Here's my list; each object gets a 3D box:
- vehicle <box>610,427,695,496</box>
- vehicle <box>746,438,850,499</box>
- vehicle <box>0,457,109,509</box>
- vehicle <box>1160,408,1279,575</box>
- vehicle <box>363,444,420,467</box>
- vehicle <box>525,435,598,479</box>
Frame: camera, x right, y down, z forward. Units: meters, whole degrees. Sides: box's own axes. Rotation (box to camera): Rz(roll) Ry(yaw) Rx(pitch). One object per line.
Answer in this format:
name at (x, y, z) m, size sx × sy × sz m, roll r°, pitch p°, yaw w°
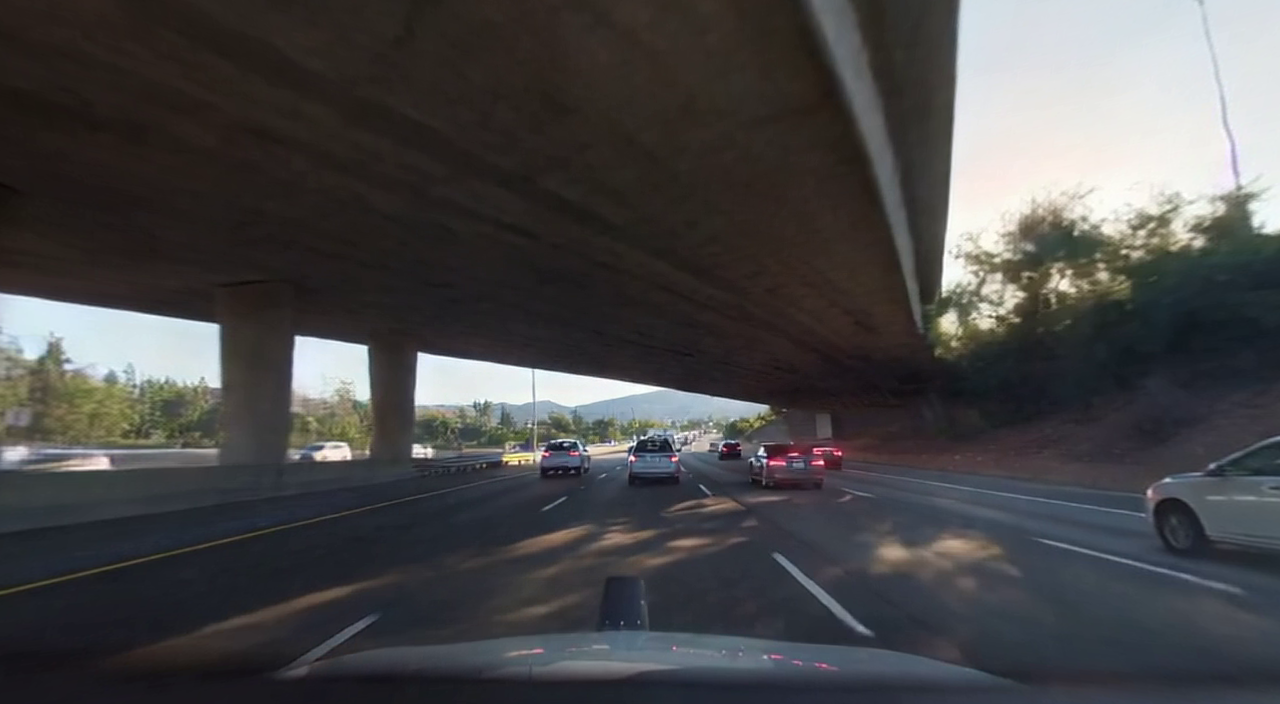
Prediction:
vehicle at (0.389, 3.112, 18.195) m, size 2.181 × 1.728 × 3.970 m, roll 0°, pitch -9°, yaw 2°
vehicle at (4.364, 3.276, 18.136) m, size 1.999 × 1.514 × 4.338 m, roll 0°, pitch -9°, yaw 2°
vehicle at (-20.733, 4.253, 20.672) m, size 2.130 × 1.523 × 4.922 m, roll 0°, pitch -9°, yaw 3°
vehicle at (7.394, 1.247, 5.267) m, size 2.028 × 1.657 × 4.823 m, roll 0°, pitch -9°, yaw 2°
vehicle at (-19.133, 7.980, 48.784) m, size 2.079 × 1.684 × 4.734 m, roll 0°, pitch -9°, yaw 6°
vehicle at (-3.092, 4.294, 25.923) m, size 2.128 × 1.627 × 4.697 m, roll 0°, pitch -9°, yaw 3°
